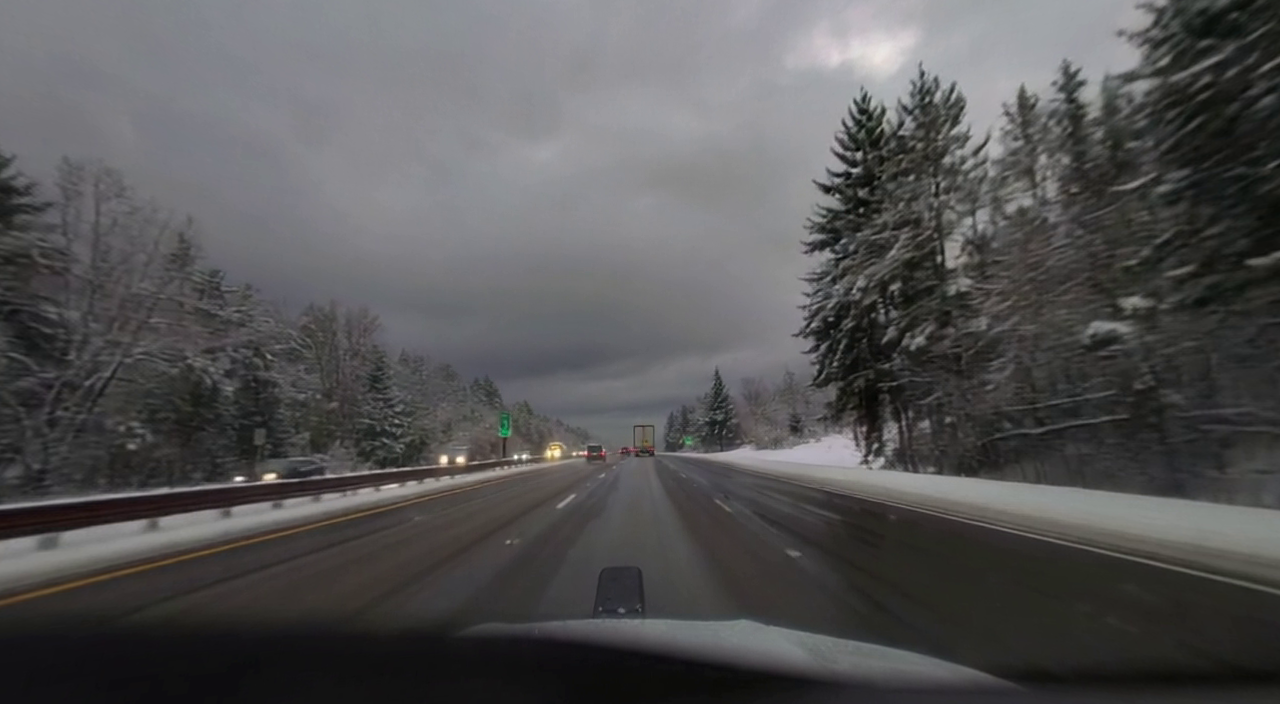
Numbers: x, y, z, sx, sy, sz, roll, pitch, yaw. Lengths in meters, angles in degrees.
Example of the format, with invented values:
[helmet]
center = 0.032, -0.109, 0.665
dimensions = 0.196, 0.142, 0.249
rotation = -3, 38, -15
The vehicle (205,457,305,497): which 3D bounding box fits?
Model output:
[vehicle]
center = -15.832, 5.130, 26.194
dimensions = 1.684, 1.422, 3.849
rotation = -1, -9, 1
